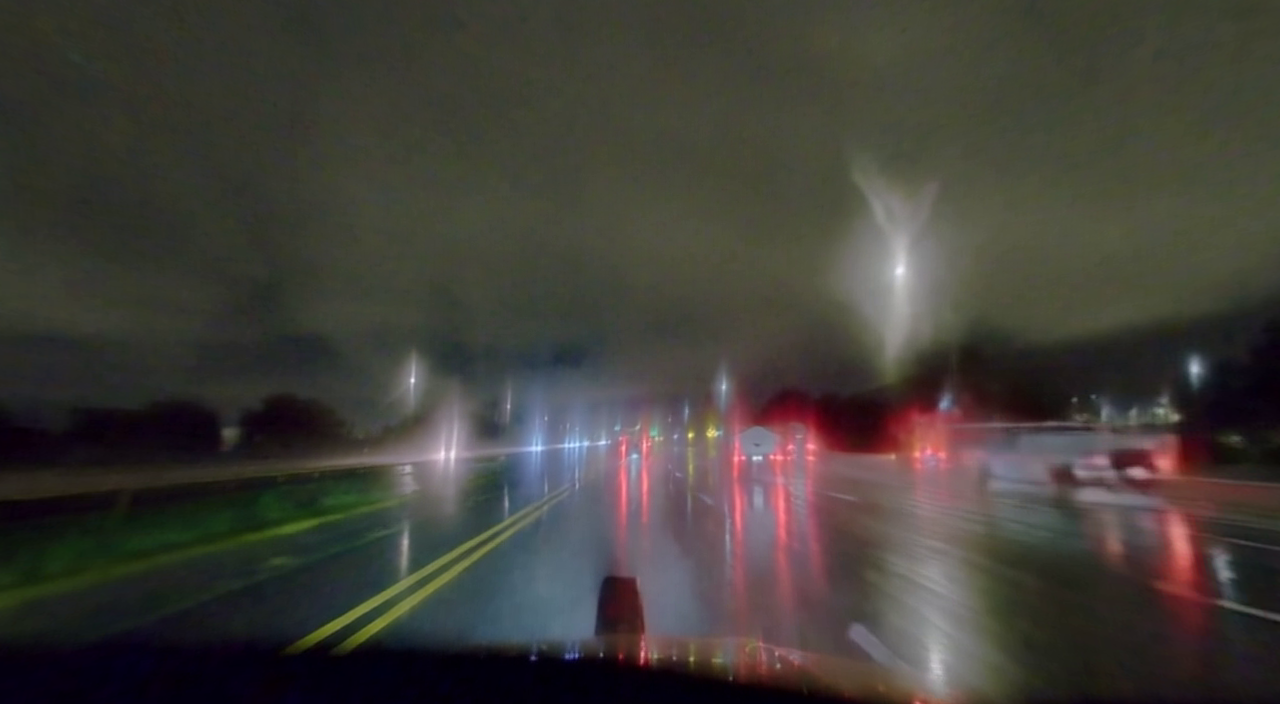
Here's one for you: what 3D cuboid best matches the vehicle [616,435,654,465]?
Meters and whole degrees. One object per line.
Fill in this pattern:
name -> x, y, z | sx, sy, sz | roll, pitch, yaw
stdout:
vehicle -> -0.278, 5.848, 37.656 | 2.142, 1.664, 4.076 | 0, -9, 0

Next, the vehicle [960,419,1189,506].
vehicle -> 10.428, 2.703, 15.770 | 2.161, 1.824, 4.876 | 0, -9, -1

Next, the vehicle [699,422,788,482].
vehicle -> 3.463, 3.482, 21.999 | 2.269, 1.839, 4.554 | 0, -9, -1
